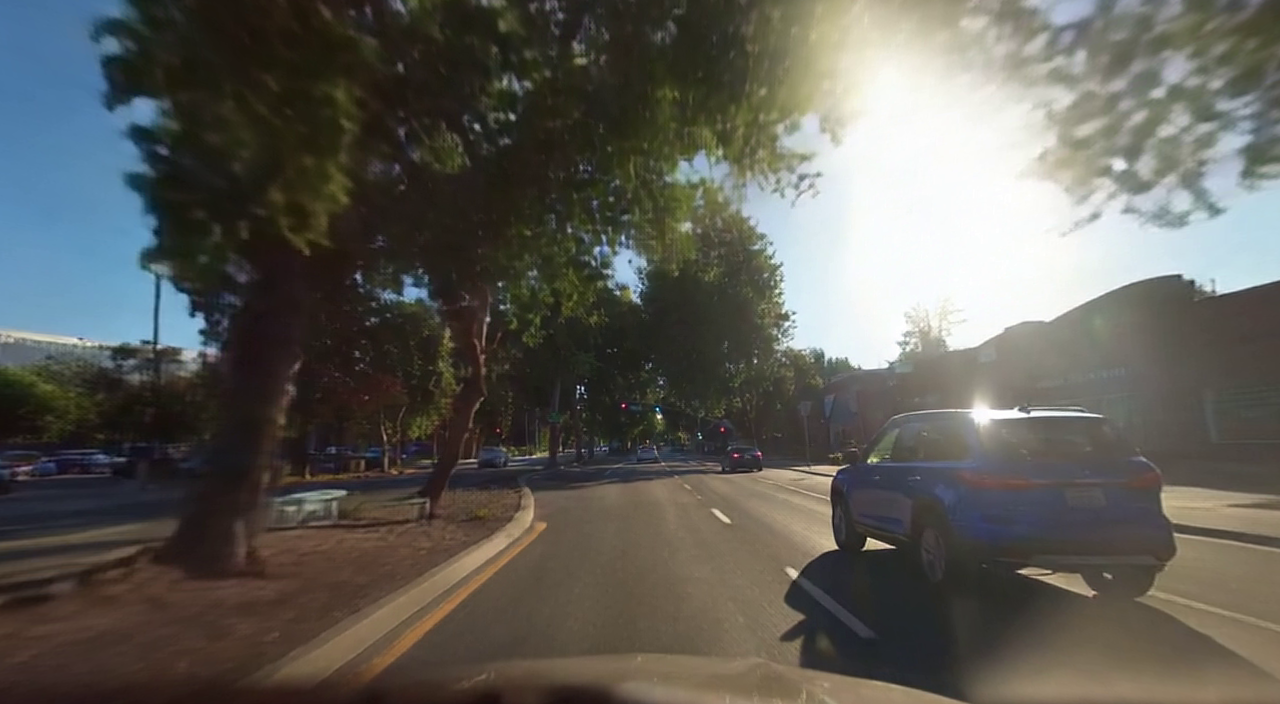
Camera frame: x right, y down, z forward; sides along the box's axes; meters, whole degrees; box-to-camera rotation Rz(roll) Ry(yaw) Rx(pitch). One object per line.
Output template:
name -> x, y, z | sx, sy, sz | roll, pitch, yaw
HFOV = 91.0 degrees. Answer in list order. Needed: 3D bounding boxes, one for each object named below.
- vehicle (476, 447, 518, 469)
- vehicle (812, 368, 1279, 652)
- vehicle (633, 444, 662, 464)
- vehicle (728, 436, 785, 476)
vehicle -> -10.840, 8.075, 48.159 | 1.955, 1.507, 4.750 | 0, -8, 2
vehicle -> 3.398, 1.350, 6.390 | 2.033, 1.865, 4.360 | 0, -8, 0
vehicle -> 0.603, 7.819, 48.333 | 2.131, 1.474, 4.146 | 0, -8, 1
vehicle -> 5.698, 5.130, 31.350 | 2.085, 1.828, 5.383 | 0, -8, 3
